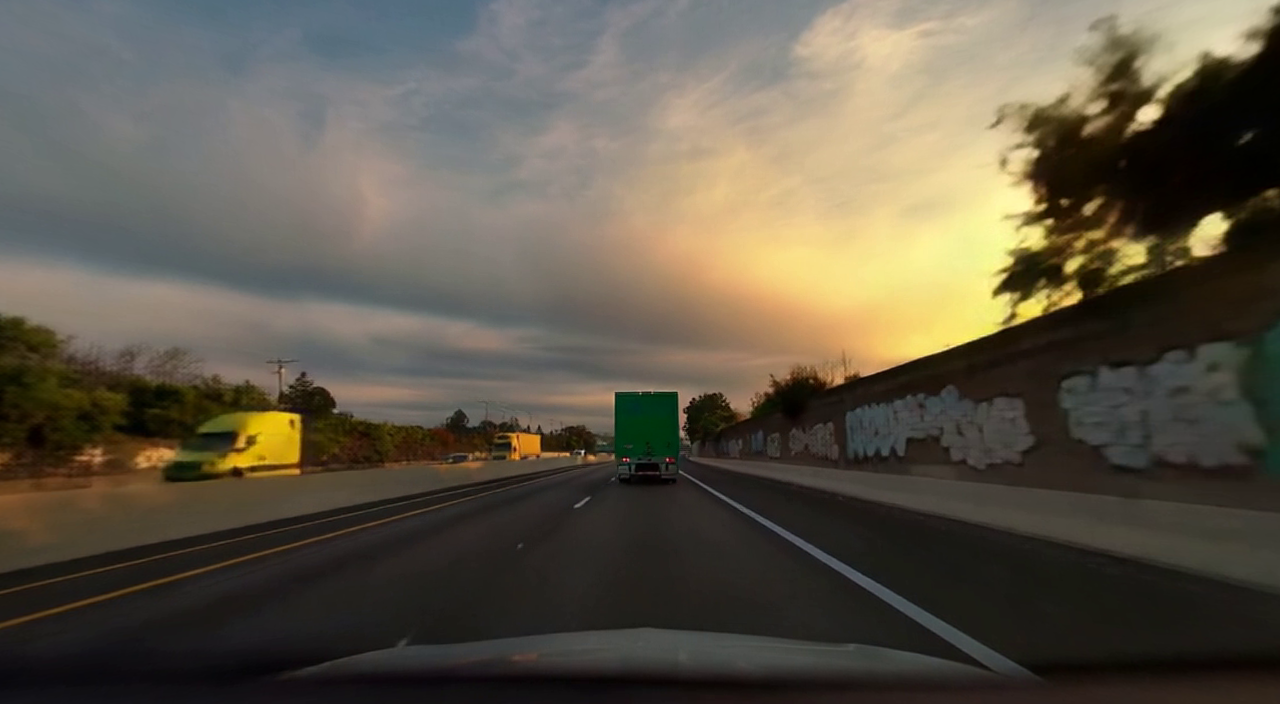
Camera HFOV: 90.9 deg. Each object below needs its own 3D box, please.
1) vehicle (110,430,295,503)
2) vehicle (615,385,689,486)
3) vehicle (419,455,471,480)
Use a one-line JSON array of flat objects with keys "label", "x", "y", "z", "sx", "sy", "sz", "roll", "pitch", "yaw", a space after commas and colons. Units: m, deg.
[{"label": "vehicle", "x": -16.693, "y": 4.408, "z": 24.785, "sx": 2.427, "sy": 2.440, "sz": 6.745, "roll": 0, "pitch": -9, "yaw": 0}, {"label": "vehicle", "x": 0.372, "y": 4.067, "z": 29.811, "sx": 2.900, "sy": 3.955, "sz": 10.151, "roll": 0, "pitch": -9, "yaw": -1}, {"label": "vehicle", "x": -11.921, "y": 7.093, "z": 38.822, "sx": 1.795, "sy": 1.426, "sz": 4.297, "roll": 0, "pitch": -9, "yaw": 0}]
